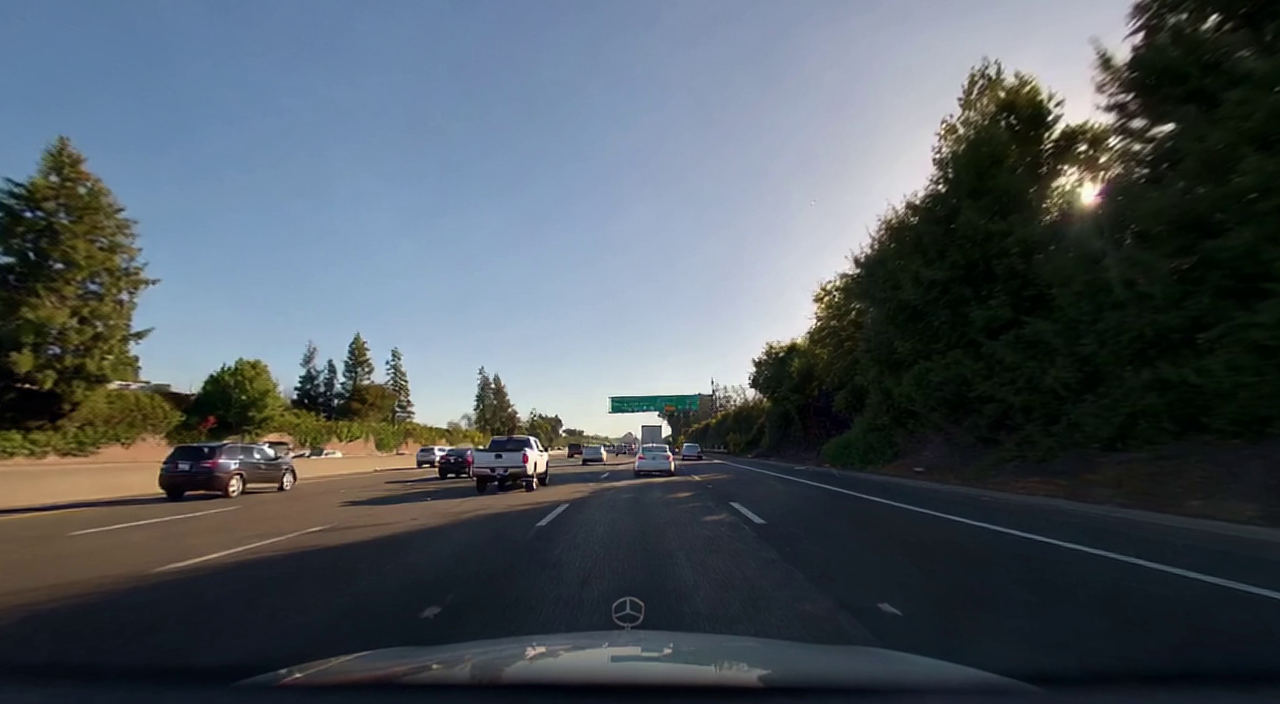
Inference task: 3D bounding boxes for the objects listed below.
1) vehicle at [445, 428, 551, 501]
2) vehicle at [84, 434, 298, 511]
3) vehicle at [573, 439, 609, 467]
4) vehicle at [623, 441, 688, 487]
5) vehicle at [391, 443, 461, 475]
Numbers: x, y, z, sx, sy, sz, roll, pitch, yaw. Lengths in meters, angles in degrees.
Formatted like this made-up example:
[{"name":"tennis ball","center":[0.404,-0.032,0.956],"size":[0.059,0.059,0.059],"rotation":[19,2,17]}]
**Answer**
[{"name":"vehicle","center":[-3.704,3.006,17.274],"size":[1.903,1.721,4.210],"rotation":[0,-8,1]},{"name":"vehicle","center":[-10.587,2.844,15.383],"size":[1.941,1.602,4.277],"rotation":[0,-8,2]},{"name":"vehicle","center":[-3.036,6.355,39.949],"size":[1.897,1.646,4.049],"rotation":[0,-8,1]},{"name":"vehicle","center":[0.499,3.819,21.912],"size":[2.054,1.421,4.090],"rotation":[0,-8,1]},{"name":"vehicle","center":[-10.683,5.341,31.881],"size":[1.902,1.478,4.505],"rotation":[0,-8,1]}]
